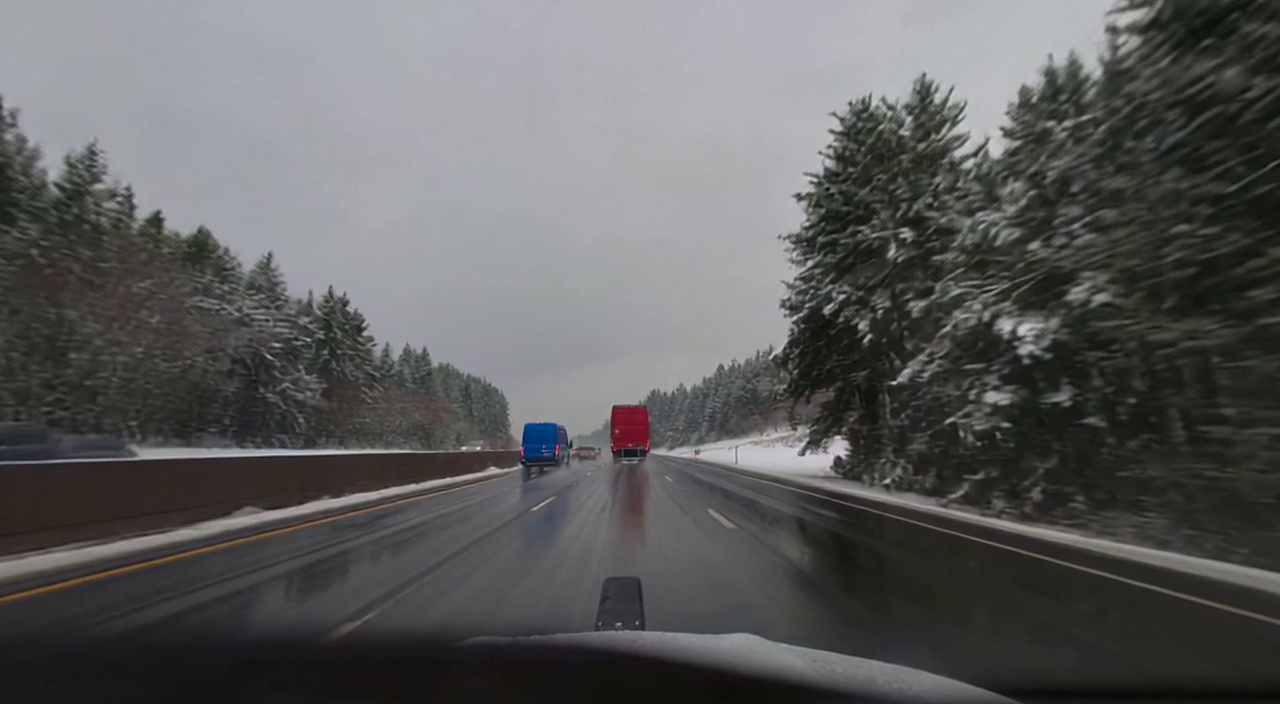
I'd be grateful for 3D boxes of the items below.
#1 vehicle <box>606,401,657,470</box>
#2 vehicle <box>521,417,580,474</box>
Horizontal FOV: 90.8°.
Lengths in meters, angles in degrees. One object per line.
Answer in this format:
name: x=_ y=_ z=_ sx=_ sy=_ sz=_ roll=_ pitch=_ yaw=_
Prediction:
vehicle: x=-0.581 y=5.722 z=42.480 sx=2.995 sy=4.036 sz=10.311 roll=0 pitch=-9 yaw=-1
vehicle: x=-4.712 y=5.110 z=34.322 sx=2.357 sy=2.786 sz=6.144 roll=0 pitch=-9 yaw=-1
